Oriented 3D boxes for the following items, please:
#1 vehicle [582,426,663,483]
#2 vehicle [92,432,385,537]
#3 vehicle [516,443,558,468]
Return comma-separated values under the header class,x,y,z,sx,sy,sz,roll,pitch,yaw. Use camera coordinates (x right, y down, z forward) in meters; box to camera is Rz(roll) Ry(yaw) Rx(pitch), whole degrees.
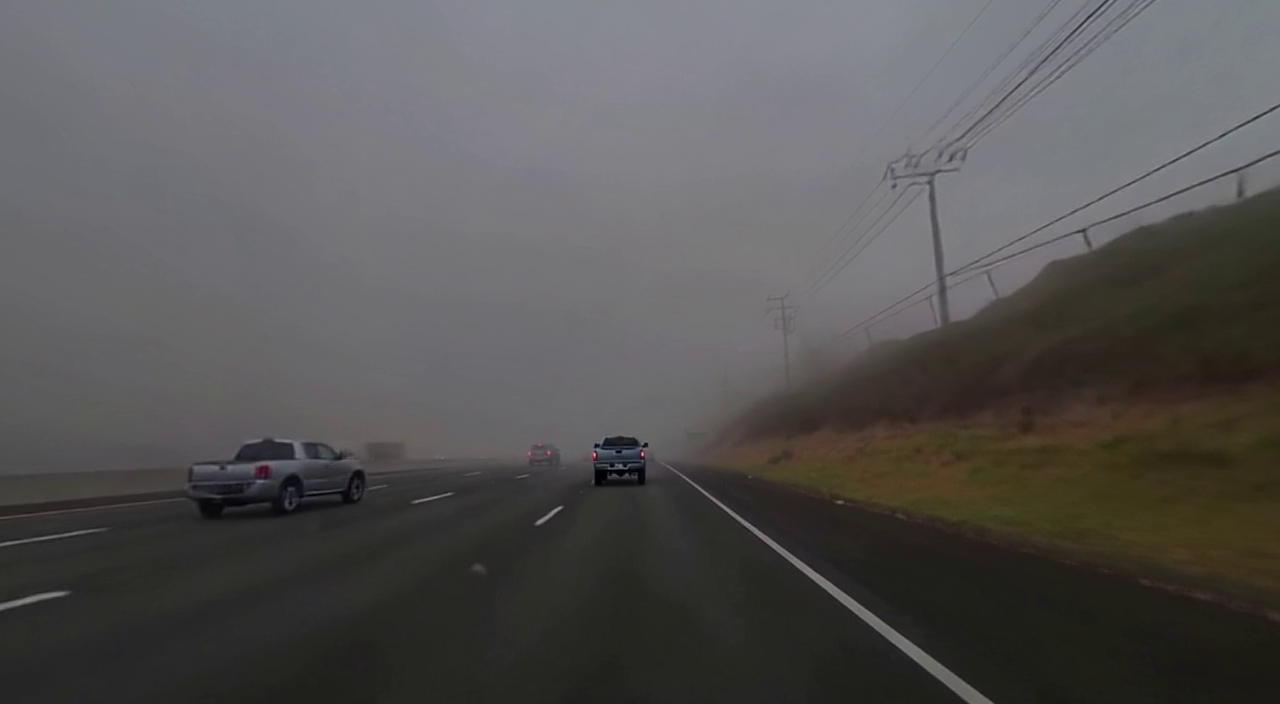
class,x,y,z,sx,sy,sz,roll,pitch,yaw
vehicle,-0.651,4.232,26.225,2.972,2.087,6.126,0,-9,0
vehicle,-7.147,2.401,12.175,2.189,1.553,5.202,0,-9,1
vehicle,-7.105,7.149,43.693,2.055,1.618,4.457,0,-9,1
